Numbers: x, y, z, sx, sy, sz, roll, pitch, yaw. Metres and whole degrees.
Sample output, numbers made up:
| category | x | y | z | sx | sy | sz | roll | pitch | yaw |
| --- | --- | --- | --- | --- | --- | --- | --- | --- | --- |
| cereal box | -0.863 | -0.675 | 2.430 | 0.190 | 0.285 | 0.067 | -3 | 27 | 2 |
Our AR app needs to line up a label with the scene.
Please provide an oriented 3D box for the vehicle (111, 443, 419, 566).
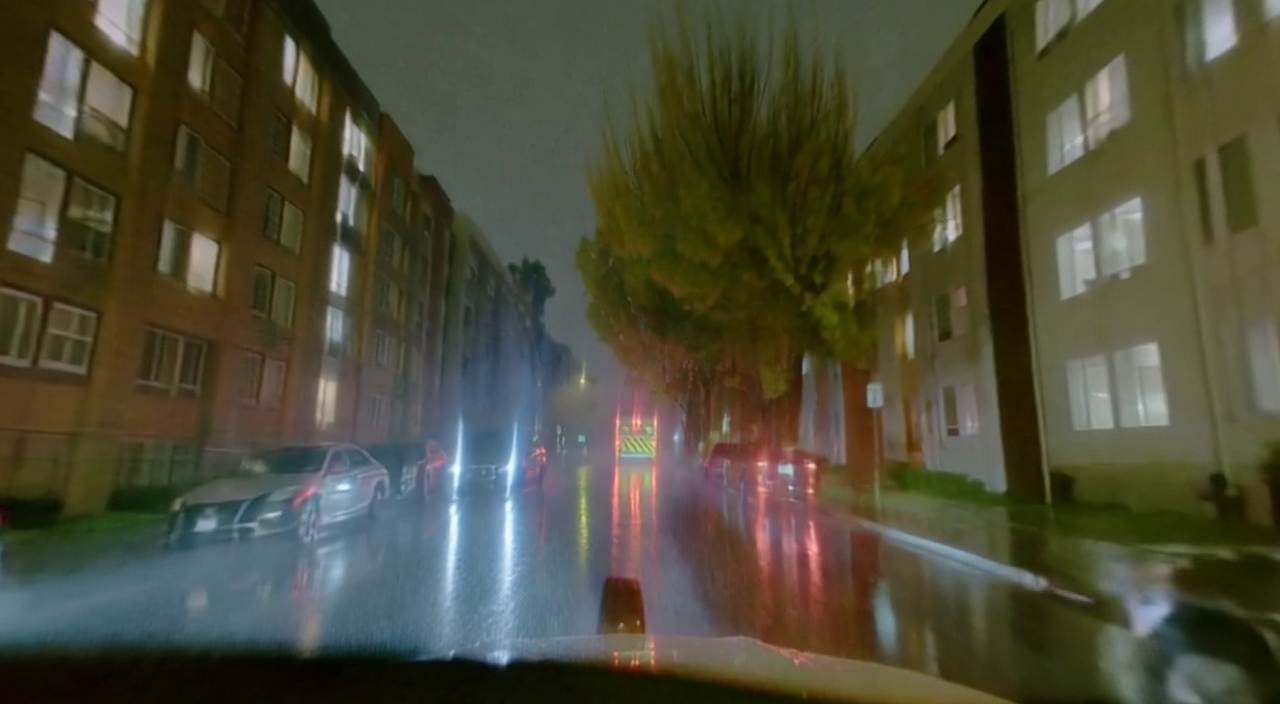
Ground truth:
| category | x | y | z | sx | sy | sz | roll | pitch | yaw |
| --- | --- | --- | --- | --- | --- | --- | --- | --- | --- |
| vehicle | -5.379 | 2.191 | 10.043 | 2.047 | 1.471 | 4.647 | 0 | -8 | 0 |

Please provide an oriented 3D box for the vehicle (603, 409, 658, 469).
| category | x | y | z | sx | sy | sz | roll | pitch | yaw |
| --- | --- | --- | --- | --- | --- | --- | --- | --- | --- |
| vehicle | -0.624 | 4.971 | 35.841 | 2.754 | 3.008 | 7.730 | 0 | -8 | -2 |

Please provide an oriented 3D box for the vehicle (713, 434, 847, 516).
| category | x | y | z | sx | sy | sz | roll | pitch | yaw |
| --- | --- | --- | --- | --- | --- | --- | --- | --- | --- |
| vehicle | 3.172 | 2.862 | 15.299 | 2.035 | 1.549 | 4.373 | 4 | -8 | -3 |

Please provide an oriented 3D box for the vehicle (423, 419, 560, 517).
| category | x | y | z | sx | sy | sz | roll | pitch | yaw |
| --- | --- | --- | --- | --- | --- | --- | --- | --- | --- |
| vehicle | -3.068 | 2.486 | 14.045 | 2.029 | 1.802 | 4.229 | 0 | -8 | 0 |

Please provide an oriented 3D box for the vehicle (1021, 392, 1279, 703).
| category | x | y | z | sx | sy | sz | roll | pitch | yaw |
| --- | --- | --- | --- | --- | --- | --- | --- | --- | --- |
| vehicle | 3.290 | 0.812 | 1.173 | 2.155 | 1.553 | 4.738 | 3 | -9 | -1 |
